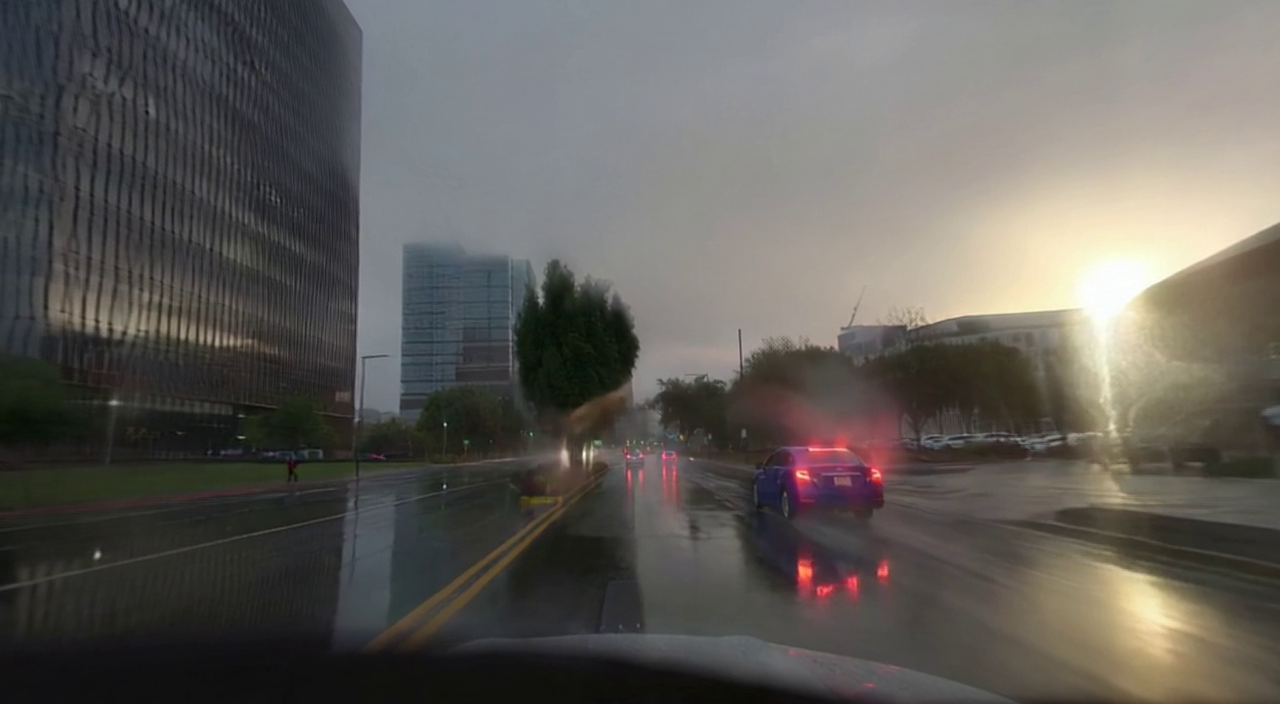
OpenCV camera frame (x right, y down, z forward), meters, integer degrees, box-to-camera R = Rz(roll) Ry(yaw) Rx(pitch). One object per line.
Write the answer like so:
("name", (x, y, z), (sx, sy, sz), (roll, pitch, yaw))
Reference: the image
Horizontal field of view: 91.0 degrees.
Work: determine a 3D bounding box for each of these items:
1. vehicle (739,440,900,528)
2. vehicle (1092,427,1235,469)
("vehicle", (3.440, 2.605, 13.010), (1.993, 1.501, 4.127), (0, -9, -2))
("vehicle", (20.640, 3.780, 24.940), (3.996, 1.481, 1.853), (-1, -8, -1))
